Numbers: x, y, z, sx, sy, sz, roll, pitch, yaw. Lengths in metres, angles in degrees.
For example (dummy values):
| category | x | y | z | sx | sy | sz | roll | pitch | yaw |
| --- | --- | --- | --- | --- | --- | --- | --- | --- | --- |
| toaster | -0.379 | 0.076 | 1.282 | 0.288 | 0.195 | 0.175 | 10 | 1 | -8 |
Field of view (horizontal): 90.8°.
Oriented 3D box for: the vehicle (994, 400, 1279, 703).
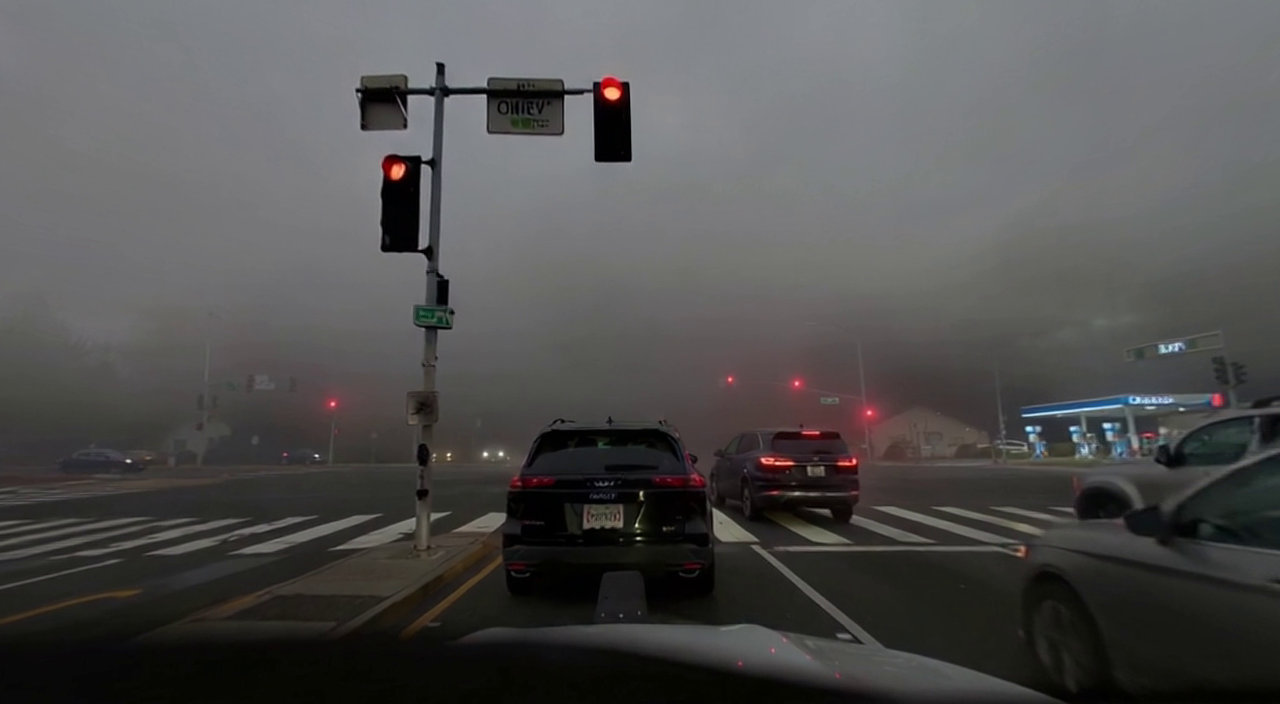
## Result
| category | x | y | z | sx | sy | sz | roll | pitch | yaw |
| --- | --- | --- | --- | --- | --- | --- | --- | --- | --- |
| vehicle | 3.089 | 0.794 | 1.405 | 1.965 | 1.460 | 4.581 | 0 | -9 | 0 |

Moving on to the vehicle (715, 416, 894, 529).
| category | x | y | z | sx | sy | sz | roll | pitch | yaw |
| --- | --- | --- | --- | --- | --- | --- | --- | --- | --- |
| vehicle | 2.890 | 2.244 | 12.335 | 2.060 | 1.783 | 4.411 | 0 | -9 | -3 |

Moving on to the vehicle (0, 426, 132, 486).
| category | x | y | z | sx | sy | sz | roll | pitch | yaw |
| --- | --- | --- | --- | --- | --- | --- | --- | --- | --- |
| vehicle | -28.956 | 5.013 | 30.574 | 6.772 | 2.769 | 2.305 | -1 | -9 | 3 |

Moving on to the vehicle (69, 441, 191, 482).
| category | x | y | z | sx | sy | sz | roll | pitch | yaw |
| --- | --- | --- | --- | --- | --- | --- | --- | --- | --- |
| vehicle | -26.650 | 5.725 | 33.130 | 4.658 | 1.911 | 2.162 | -2 | -9 | 5 |

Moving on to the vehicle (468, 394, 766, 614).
| category | x | y | z | sx | sy | sz | roll | pitch | yaw |
| --- | --- | --- | --- | --- | --- | --- | --- | --- | --- |
| vehicle | -0.212 | 1.553 | 7.406 | 2.351 | 1.733 | 4.616 | 0 | -9 | -1 |
